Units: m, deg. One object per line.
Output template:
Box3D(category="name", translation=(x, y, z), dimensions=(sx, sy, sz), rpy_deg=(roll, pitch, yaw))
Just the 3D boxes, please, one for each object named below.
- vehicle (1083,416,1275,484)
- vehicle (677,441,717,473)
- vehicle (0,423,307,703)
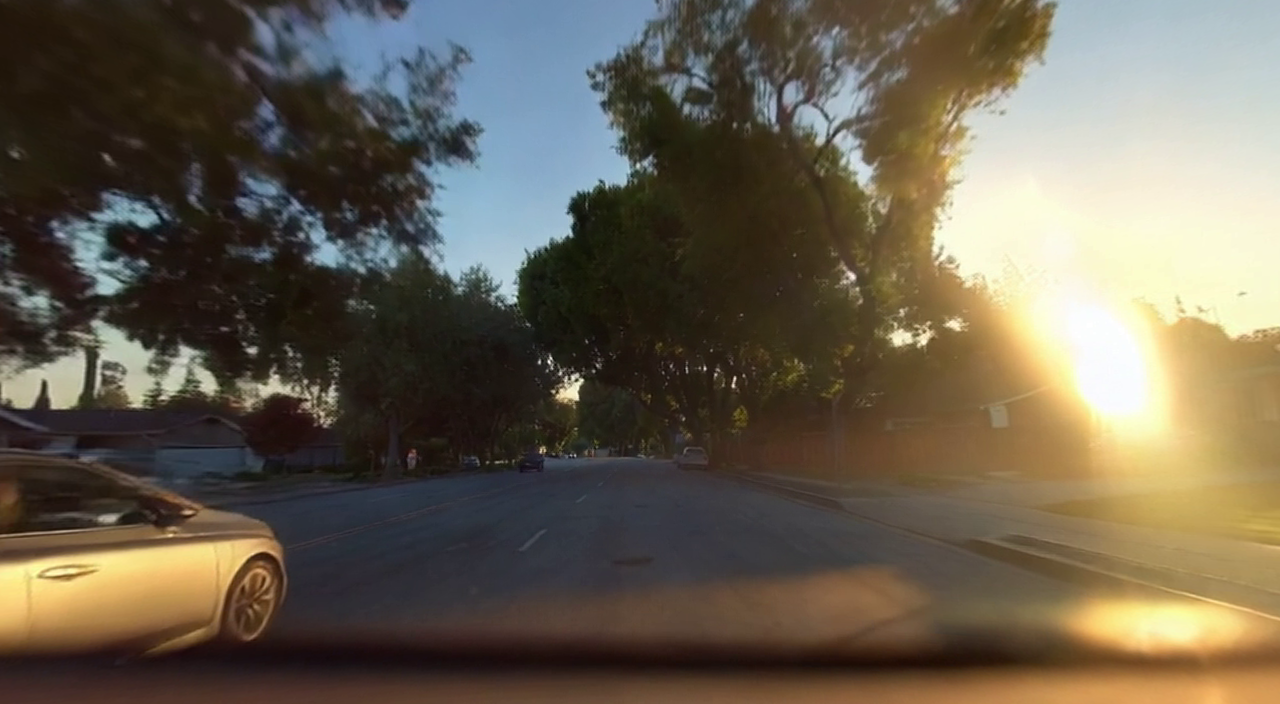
Box3D(category="vehicle", translation=(15.216, 2.791, 17.869), dimensions=(4.362, 1.702, 2.333), rpy_deg=(4, -10, -24))
Box3D(category="vehicle", translation=(3.591, 6.718, 40.649), dimensions=(2.130, 1.873, 4.886), rpy_deg=(0, -8, 0))
Box3D(category="vehicle", translation=(-3.389, 0.983, 2.203), dimensions=(1.969, 1.459, 4.619), rpy_deg=(0, -8, 0))
